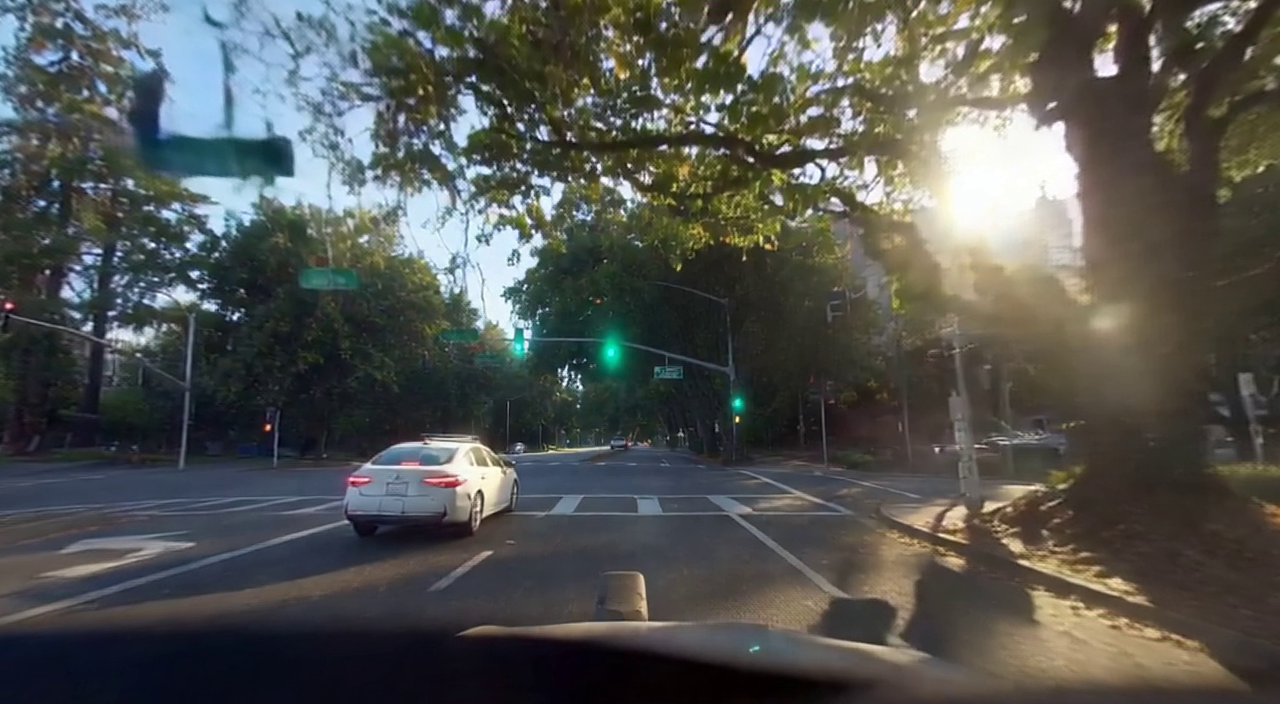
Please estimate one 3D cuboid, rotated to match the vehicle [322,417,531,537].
[{"bbox_3d":[-3.247,2.012,10.768,2.076,1.599,4.483,0,-8,-1],"label":"vehicle"}]
